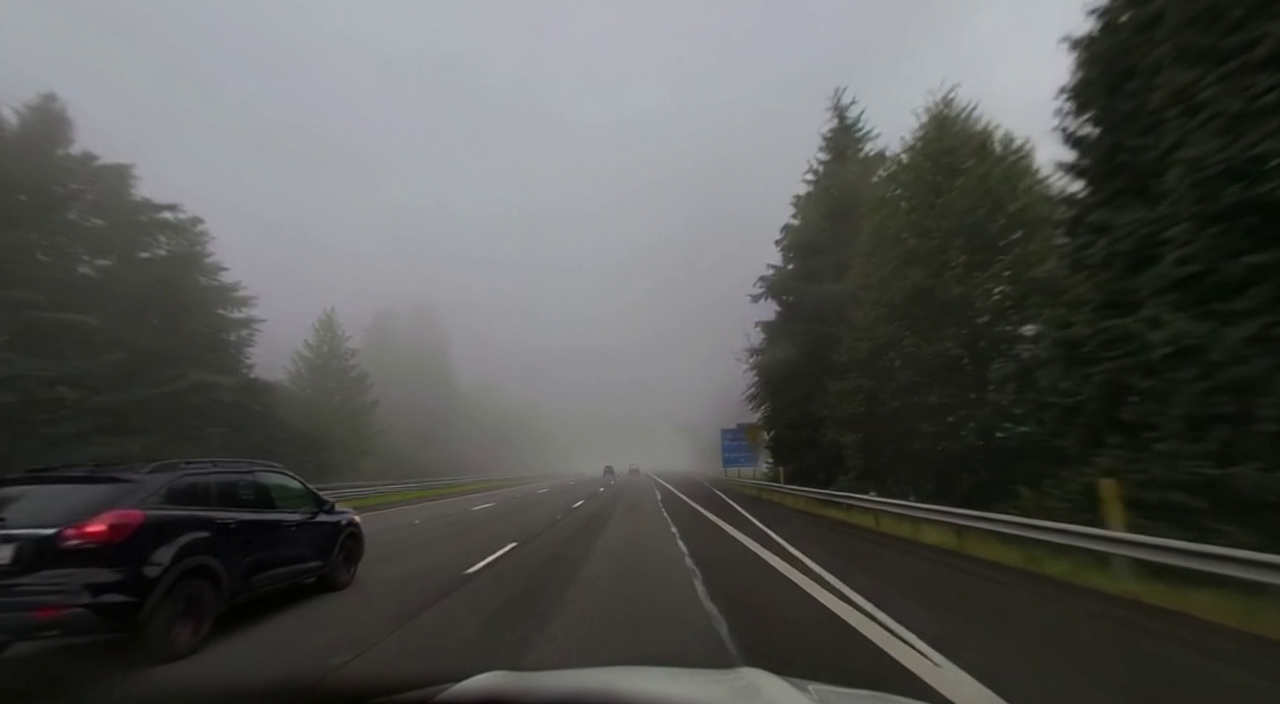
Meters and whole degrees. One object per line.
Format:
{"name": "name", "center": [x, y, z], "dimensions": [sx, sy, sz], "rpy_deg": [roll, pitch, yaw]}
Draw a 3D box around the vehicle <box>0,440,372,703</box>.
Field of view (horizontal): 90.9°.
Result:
{"name": "vehicle", "center": [-4.223, 1.489, 4.934], "dimensions": [2.183, 1.435, 4.653], "rpy_deg": [1, -10, 0]}
